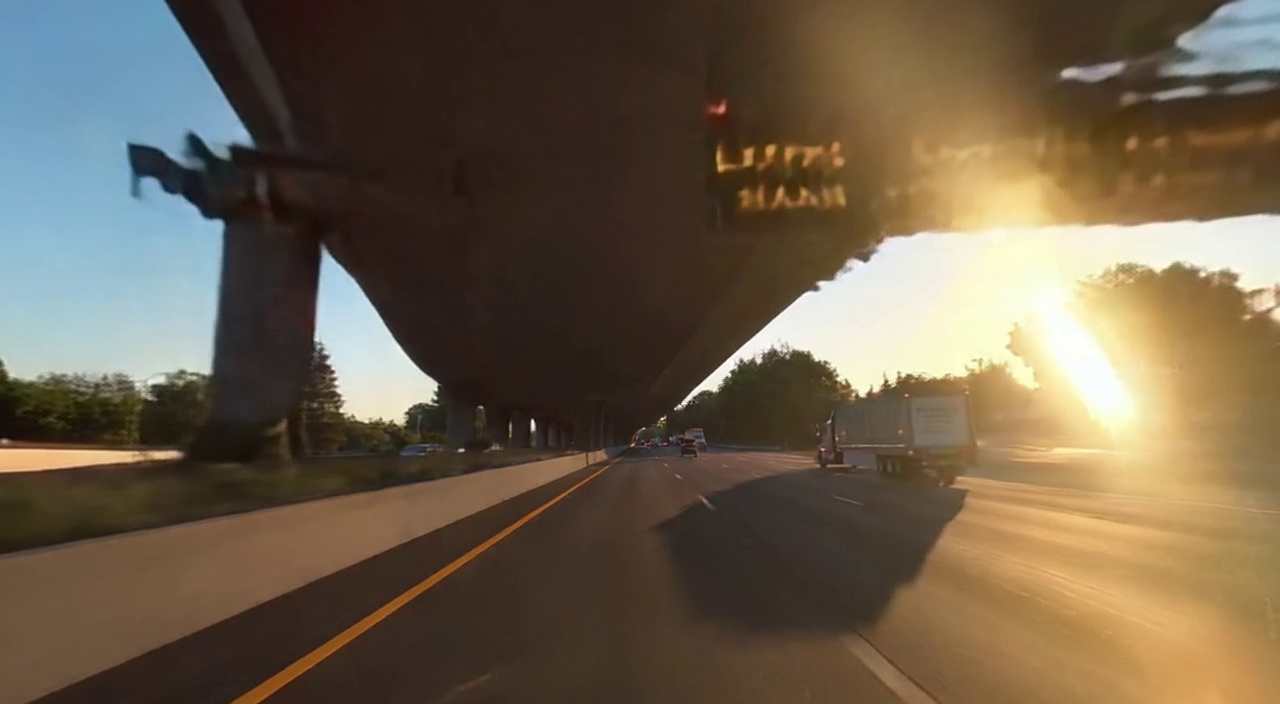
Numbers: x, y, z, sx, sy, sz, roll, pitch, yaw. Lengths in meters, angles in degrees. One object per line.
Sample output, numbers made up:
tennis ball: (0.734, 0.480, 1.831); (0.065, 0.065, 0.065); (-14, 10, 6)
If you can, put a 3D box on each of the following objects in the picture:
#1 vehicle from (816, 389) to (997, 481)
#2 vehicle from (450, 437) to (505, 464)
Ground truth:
vehicle: (10.851, 3.699, 27.560); (2.960, 3.207, 10.950); (0, -8, -1)
vehicle: (-10.004, 6.101, 39.118); (2.009, 1.551, 4.720); (0, -8, 2)
